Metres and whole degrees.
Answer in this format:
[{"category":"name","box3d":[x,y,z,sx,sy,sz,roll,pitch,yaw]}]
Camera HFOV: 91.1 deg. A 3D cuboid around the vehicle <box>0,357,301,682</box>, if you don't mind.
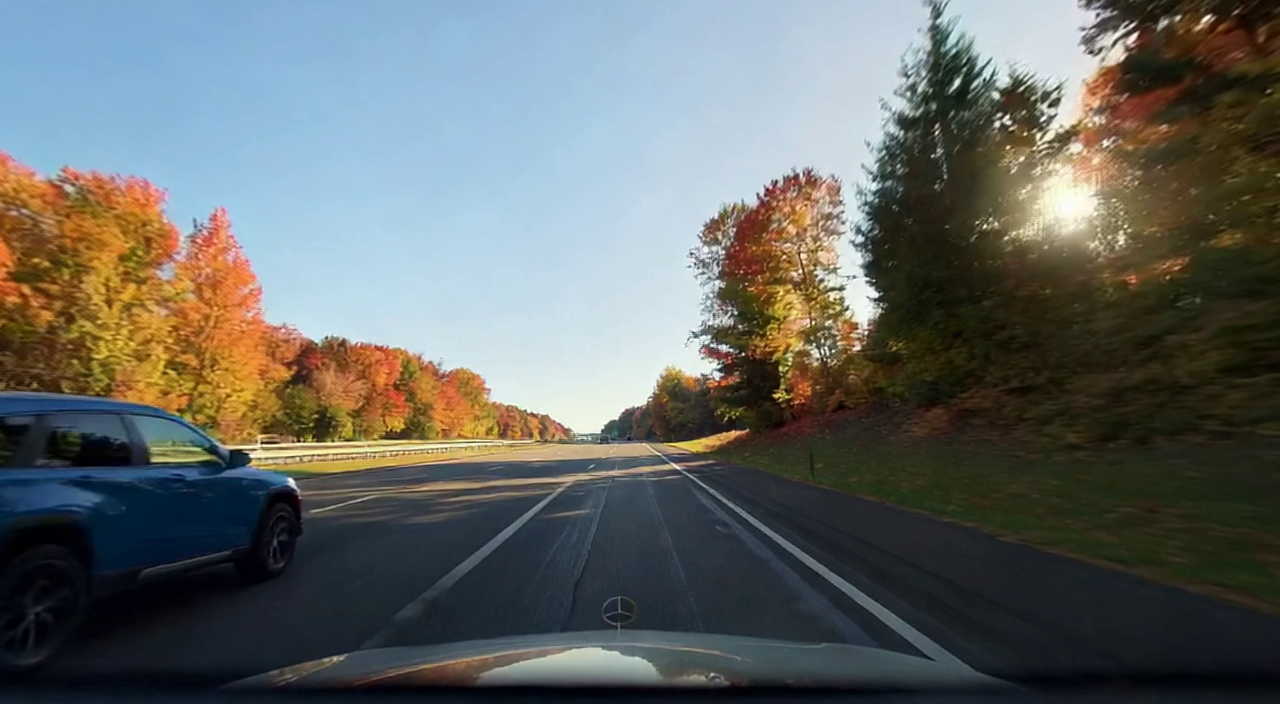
[{"category":"vehicle","box3d":[-4.333,0.934,3.745,2.057,1.666,4.552,0,-8,0]}]
